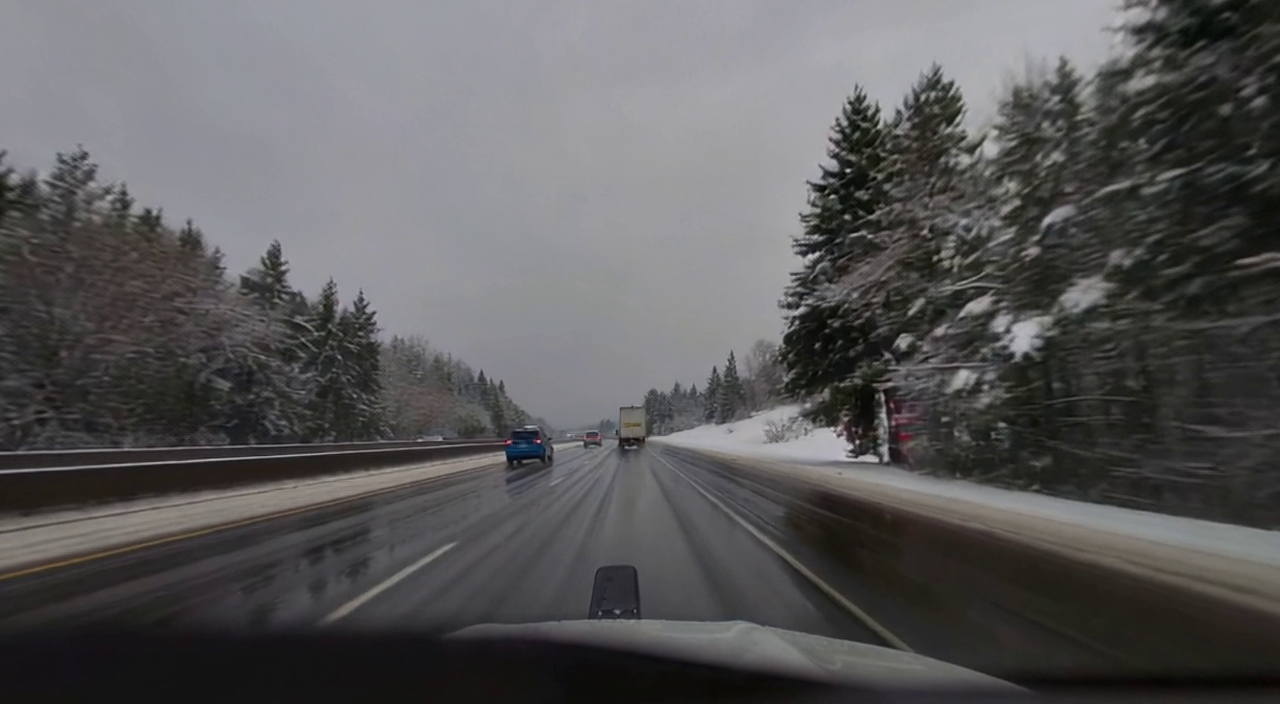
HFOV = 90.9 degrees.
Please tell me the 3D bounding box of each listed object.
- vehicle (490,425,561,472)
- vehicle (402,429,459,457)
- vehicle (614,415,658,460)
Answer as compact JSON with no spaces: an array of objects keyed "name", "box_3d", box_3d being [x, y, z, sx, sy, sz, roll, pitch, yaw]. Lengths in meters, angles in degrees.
[{"name":"vehicle","box_3d":[-4.452,3.819,25.163,2.049,1.726,4.291,0,-8,0]},{"name":"vehicle","box_3d":[-13.538,5.899,40.996,2.137,1.726,4.503,0,-8,0]},{"name":"vehicle","box_3d":[-0.273,5.180,38.327,2.526,2.531,5.026,0,-8,-1]}]
